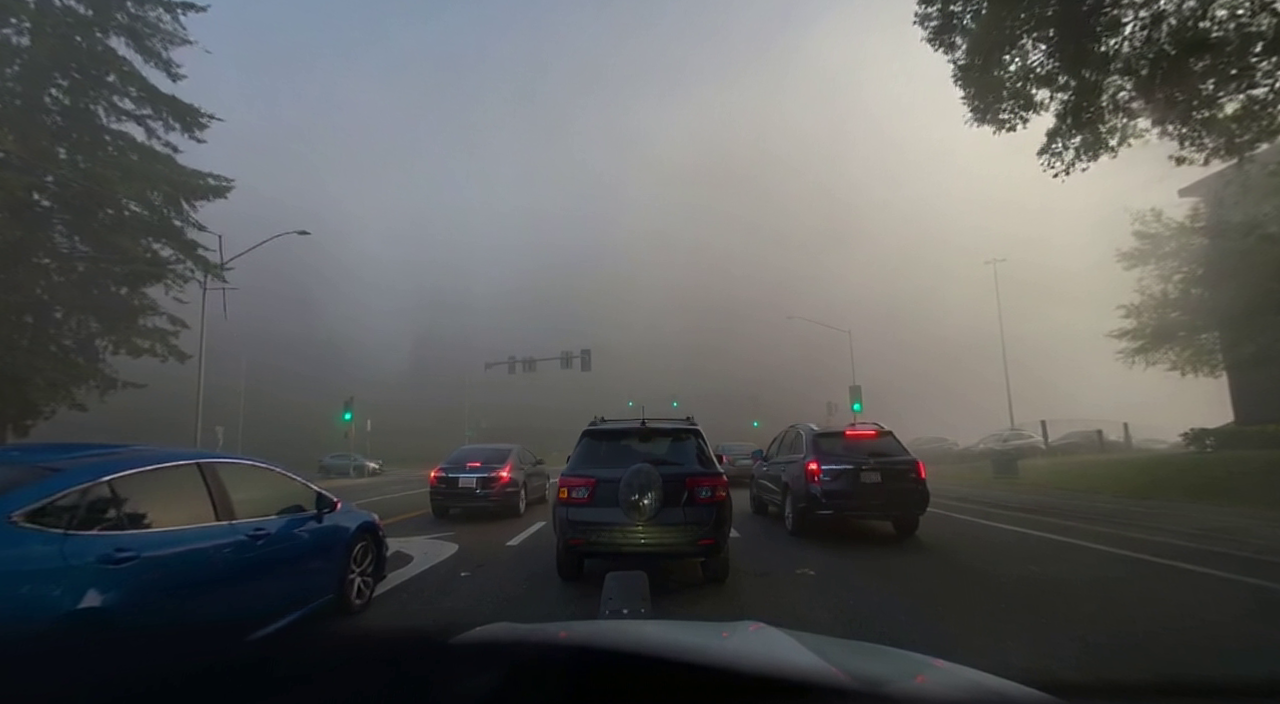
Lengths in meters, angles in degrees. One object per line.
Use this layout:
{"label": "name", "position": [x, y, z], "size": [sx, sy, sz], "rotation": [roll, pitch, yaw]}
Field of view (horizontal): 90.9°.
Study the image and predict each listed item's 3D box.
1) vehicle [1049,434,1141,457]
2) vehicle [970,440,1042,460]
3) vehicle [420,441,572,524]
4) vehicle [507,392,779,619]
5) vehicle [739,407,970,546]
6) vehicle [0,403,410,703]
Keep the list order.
{"label": "vehicle", "position": [32.788, 6.776, 45.562], "size": [4.869, 1.622, 2.230], "rotation": [0, -9, 1]}
{"label": "vehicle", "position": [26.496, 7.095, 45.752], "size": [4.180, 1.376, 1.583], "rotation": [0, -9, 2]}
{"label": "vehicle", "position": [-2.809, 2.661, 13.529], "size": [2.072, 1.450, 4.612], "rotation": [0, -9, 1]}
{"label": "vehicle", "position": [0.034, 1.490, 6.958], "size": [2.113, 1.768, 3.901], "rotation": [0, -9, 0]}
{"label": "vehicle", "position": [3.399, 2.125, 11.499], "size": [2.408, 1.908, 5.355], "rotation": [0, -9, 1]}
{"label": "vehicle", "position": [-3.095, 1.129, 3.519], "size": [1.909, 1.476, 4.751], "rotation": [0, -9, -1]}
